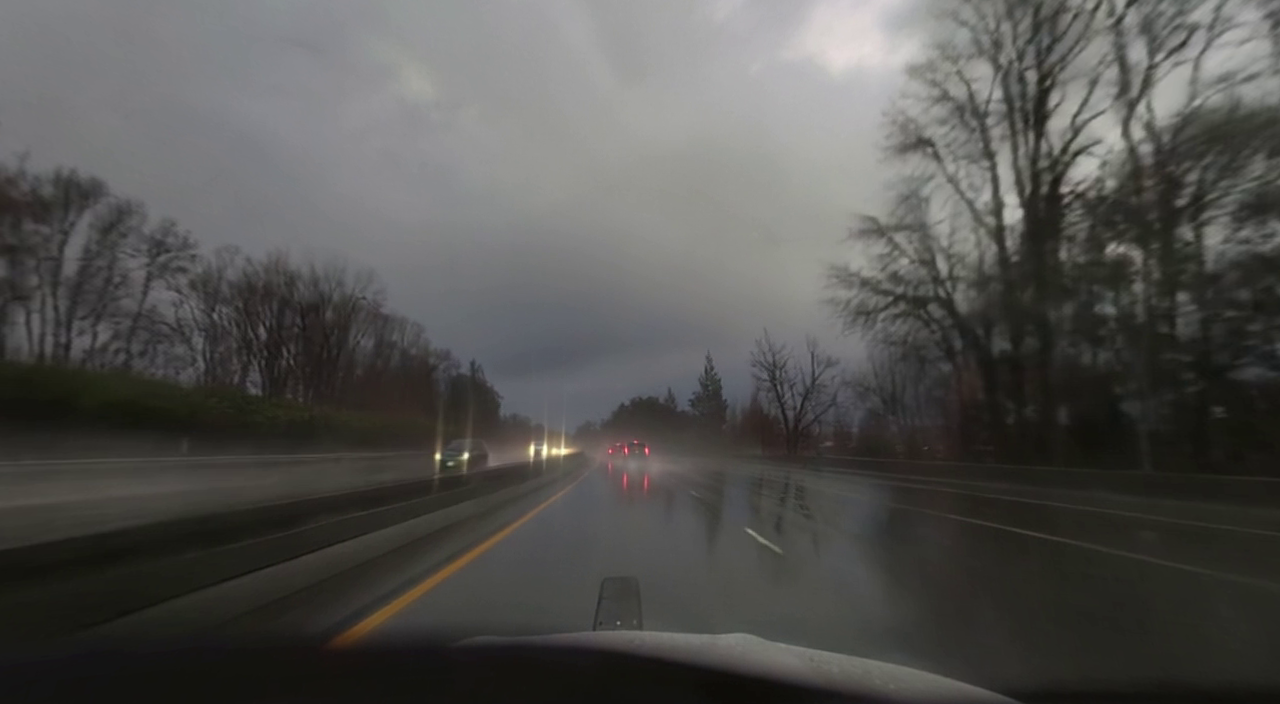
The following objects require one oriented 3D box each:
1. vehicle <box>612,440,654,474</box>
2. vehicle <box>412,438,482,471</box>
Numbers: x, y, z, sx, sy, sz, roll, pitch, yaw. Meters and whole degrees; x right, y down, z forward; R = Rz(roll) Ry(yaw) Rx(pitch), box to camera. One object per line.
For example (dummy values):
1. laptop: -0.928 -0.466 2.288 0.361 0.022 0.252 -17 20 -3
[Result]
1. vehicle: -0.422 5.725 34.279 2.151 1.693 4.201 0 -9 -1
2. vehicle: -9.554 5.118 31.478 2.088 1.500 4.613 0 -9 -1
